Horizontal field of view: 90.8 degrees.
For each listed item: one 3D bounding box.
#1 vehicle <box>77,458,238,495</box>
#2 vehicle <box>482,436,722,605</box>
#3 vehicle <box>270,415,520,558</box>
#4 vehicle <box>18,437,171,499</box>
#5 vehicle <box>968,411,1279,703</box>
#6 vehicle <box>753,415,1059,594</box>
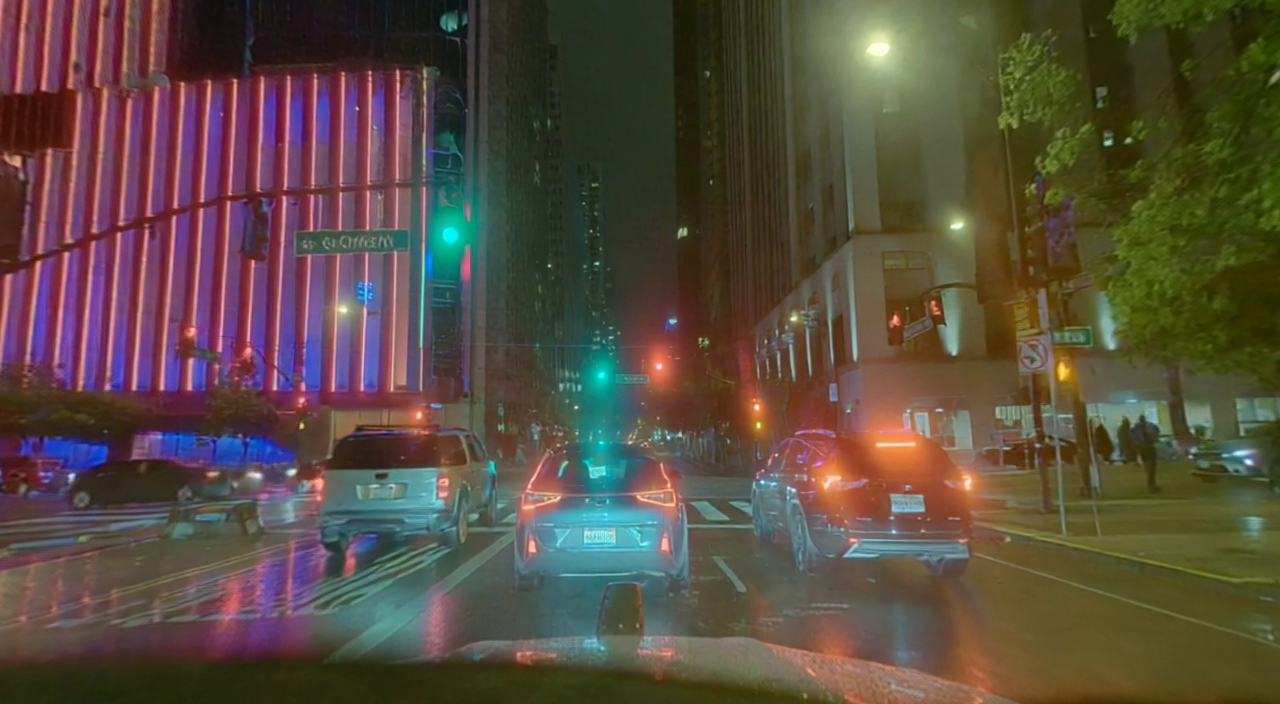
[{"bbox_3d":[-20.273,5.241,26.703,5.153,1.449,1.966,0,-8,0],"label":"vehicle"},{"bbox_3d":[-0.356,1.784,7.650,2.092,1.454,4.132,0,-8,-1],"label":"vehicle"},{"bbox_3d":[-3.692,2.138,10.916,2.190,1.840,5.272,0,-8,0],"label":"vehicle"},{"bbox_3d":[-30.877,6.522,35.941,5.896,3.276,2.809,1,-8,1],"label":"vehicle"},{"bbox_3d":[2.736,0.804,1.115,1.902,1.454,4.540,0,-8,0],"label":"vehicle"},{"bbox_3d":[3.038,1.846,8.626,2.072,1.735,4.759,0,-8,0],"label":"vehicle"}]
